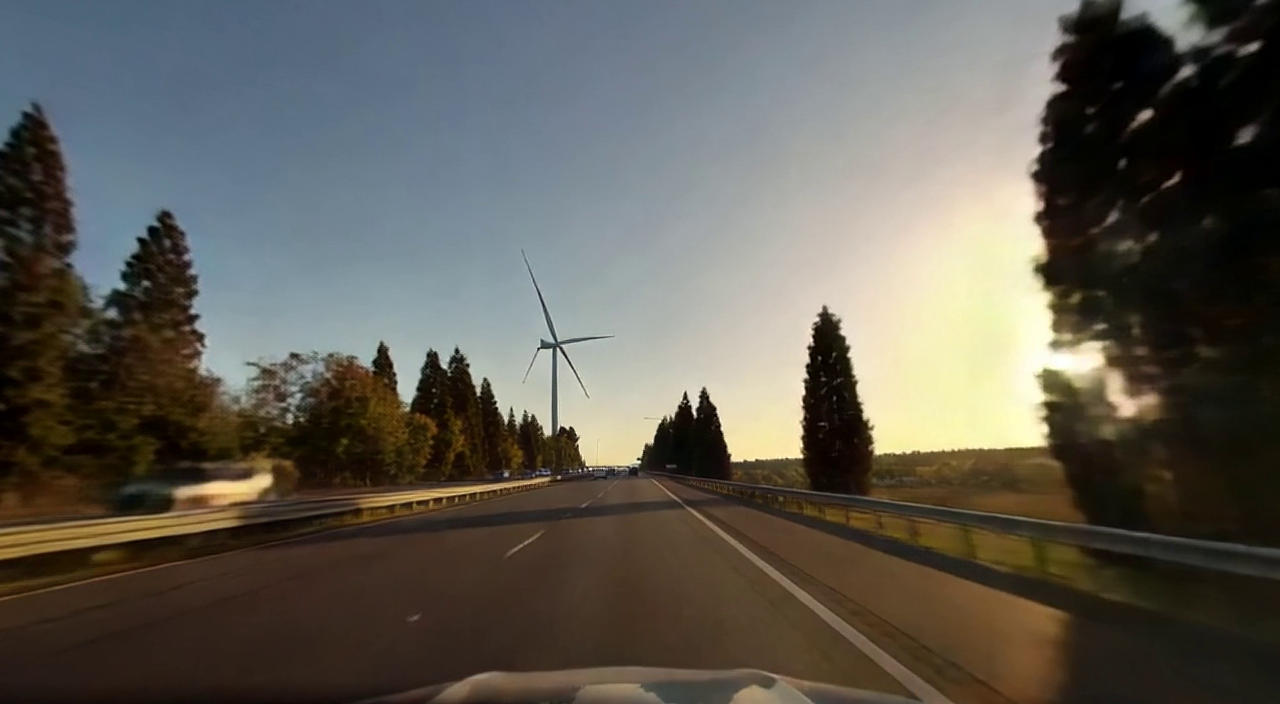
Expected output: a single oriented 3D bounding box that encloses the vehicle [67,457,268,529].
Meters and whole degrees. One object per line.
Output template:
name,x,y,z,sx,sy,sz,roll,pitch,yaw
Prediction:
vehicle,-12.722,3.810,17.459,2.000,1.682,4.526,1,-11,0
